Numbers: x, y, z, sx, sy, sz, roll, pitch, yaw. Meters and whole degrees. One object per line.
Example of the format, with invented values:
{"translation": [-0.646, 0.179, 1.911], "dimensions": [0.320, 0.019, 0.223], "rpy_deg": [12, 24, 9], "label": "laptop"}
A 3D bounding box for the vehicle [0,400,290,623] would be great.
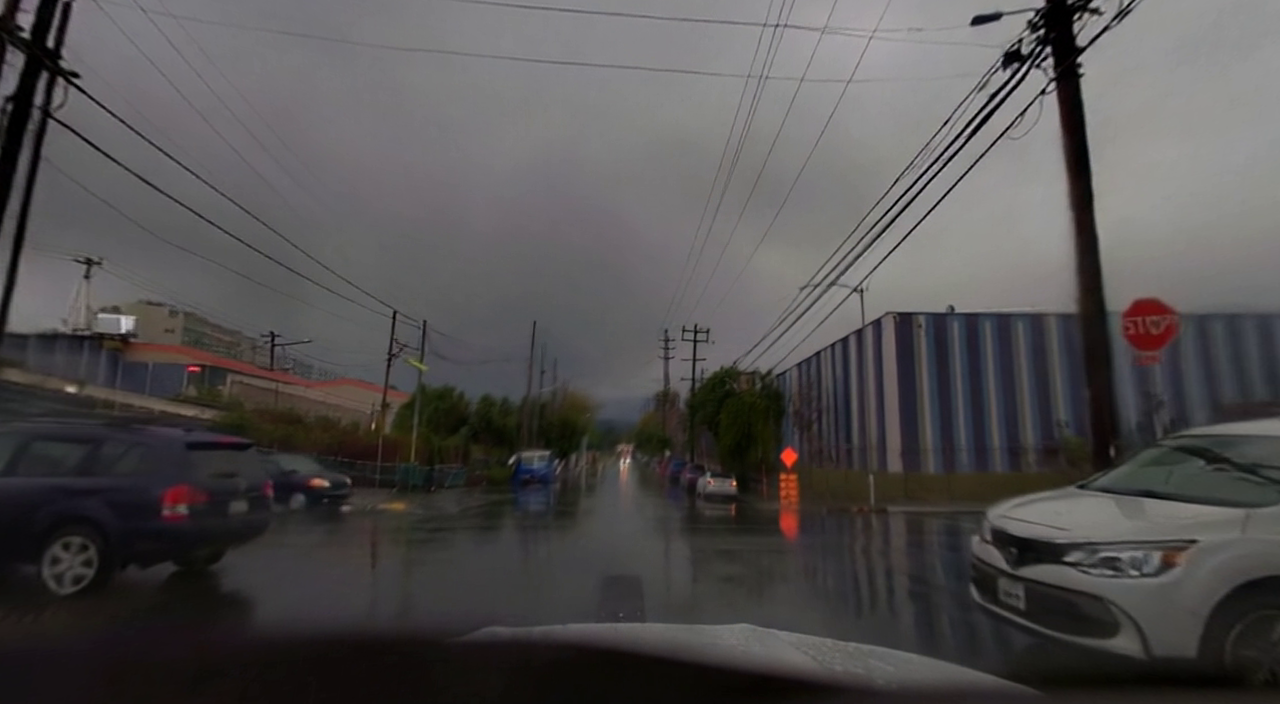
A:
{"translation": [-6.550, 1.305, 6.037], "dimensions": [5.025, 1.648, 2.055], "rpy_deg": [4, -11, -1], "label": "vehicle"}

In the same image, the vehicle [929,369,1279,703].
{"translation": [4.505, 1.105, 3.894], "dimensions": [4.416, 1.750, 2.011], "rpy_deg": [0, -8, -3], "label": "vehicle"}

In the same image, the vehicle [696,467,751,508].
{"translation": [4.128, 6.800, 32.031], "dimensions": [2.007, 1.804, 4.136], "rpy_deg": [0, -9, -3], "label": "vehicle"}
